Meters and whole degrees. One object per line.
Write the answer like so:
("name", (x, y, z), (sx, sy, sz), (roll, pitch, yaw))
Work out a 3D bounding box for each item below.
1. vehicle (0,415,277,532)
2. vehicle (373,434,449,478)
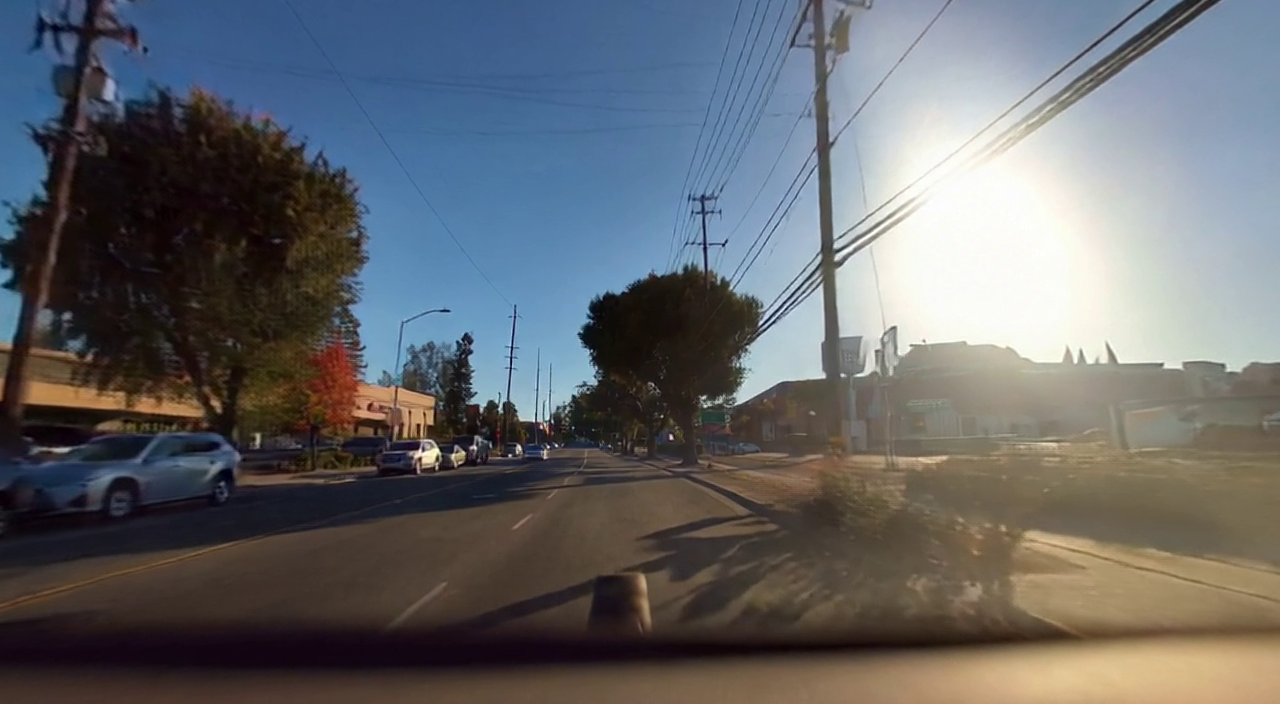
("vehicle", (-9.666, 2.296, 12.555), (1.983, 1.799, 5.276), (1, -9, -3))
("vehicle", (-10.570, 4.839, 29.614), (2.016, 1.872, 5.297), (1, -9, -6))
